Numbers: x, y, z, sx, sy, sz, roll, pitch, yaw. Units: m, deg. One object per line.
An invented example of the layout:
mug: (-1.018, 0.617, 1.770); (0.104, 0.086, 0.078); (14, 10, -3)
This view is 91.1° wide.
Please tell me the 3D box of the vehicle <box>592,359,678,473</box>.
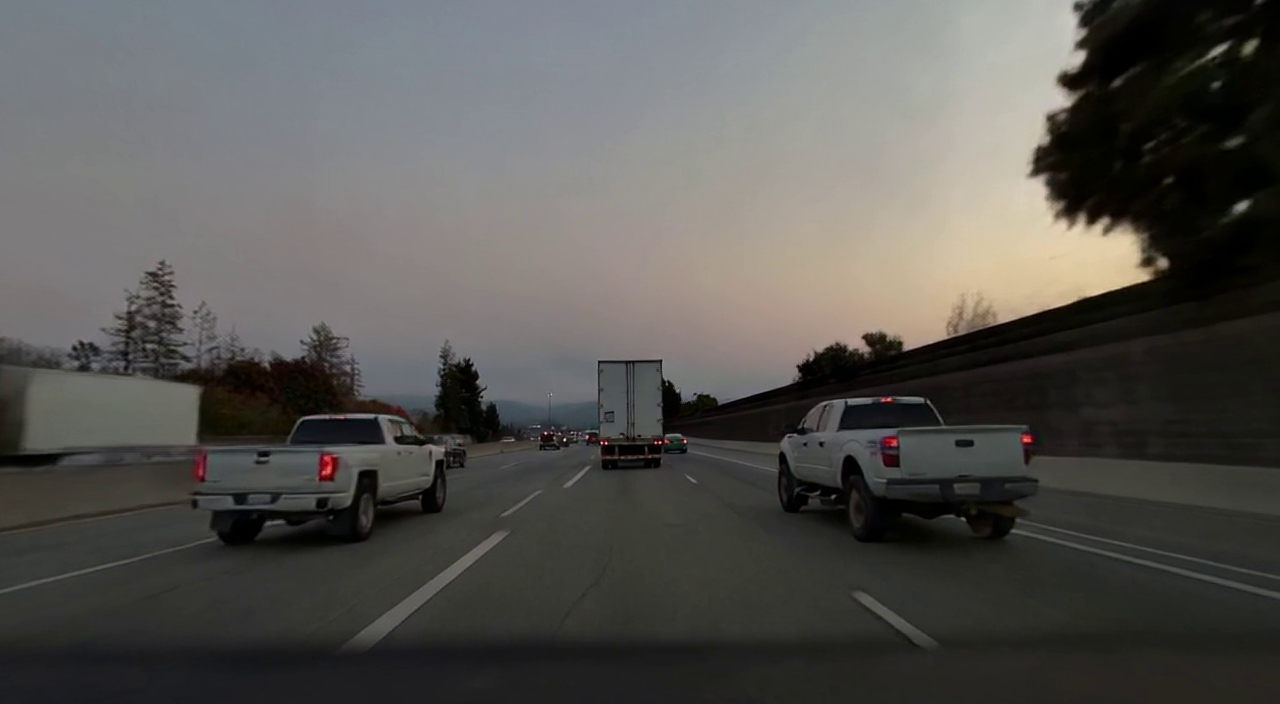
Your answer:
vehicle: (-0.503, 2.881, 26.790); (2.904, 3.915, 10.473); (0, -8, -4)

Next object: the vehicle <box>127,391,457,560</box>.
vehicle: (-4.282, 1.585, 8.825); (2.134, 1.752, 4.375); (0, -8, -1)

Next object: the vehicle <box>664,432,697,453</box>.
vehicle: (3.121, 7.121, 49.616); (2.044, 1.508, 4.716); (0, -8, -3)

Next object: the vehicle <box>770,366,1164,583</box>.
vehicle: (3.310, 1.363, 7.871); (2.118, 1.832, 4.901); (0, -8, -3)

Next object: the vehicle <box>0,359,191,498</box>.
vehicle: (-19.992, 2.584, 20.903); (2.974, 3.945, 9.859); (0, -8, -1)
